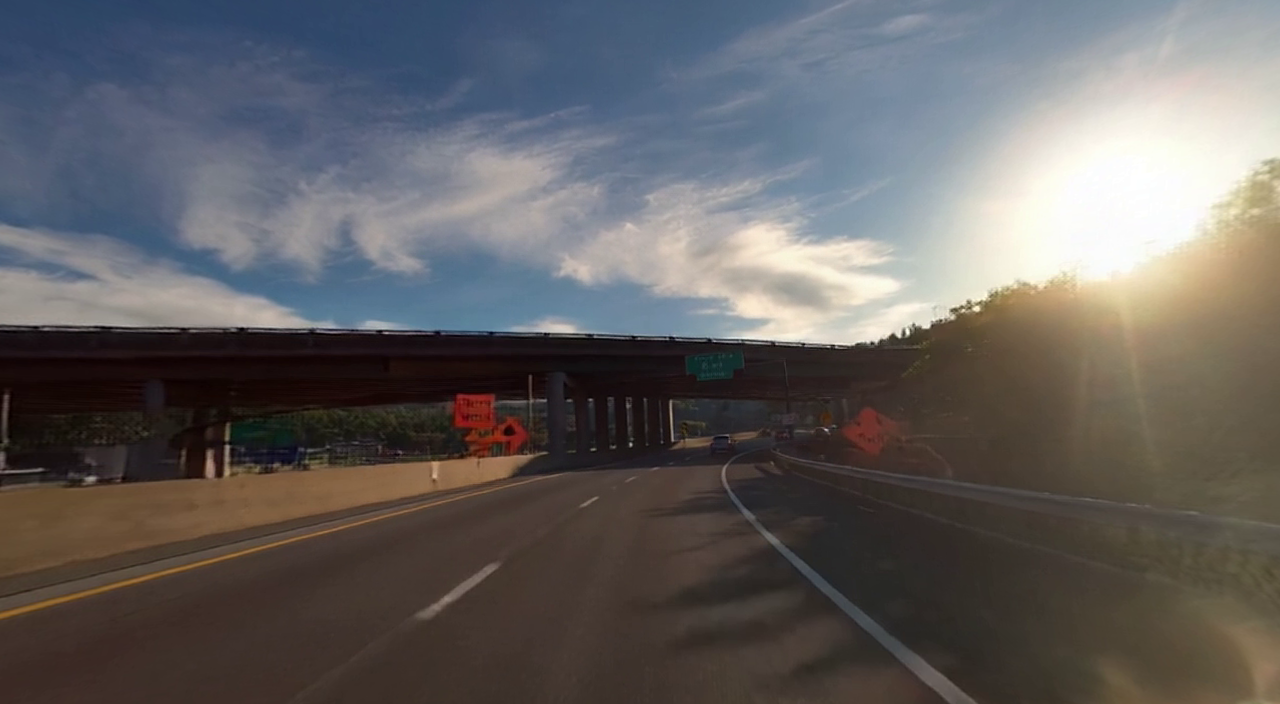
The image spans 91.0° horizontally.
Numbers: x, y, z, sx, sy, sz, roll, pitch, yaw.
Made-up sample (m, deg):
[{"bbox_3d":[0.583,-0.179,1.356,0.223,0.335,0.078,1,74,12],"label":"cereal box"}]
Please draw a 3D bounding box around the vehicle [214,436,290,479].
[{"bbox_3d":[-29.533,7.995,48.176,3.208,3.081,4.948,1,-9,-10],"label":"vehicle"}]

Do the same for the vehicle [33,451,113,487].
[{"bbox_3d":[-31.973,6.544,35.657,1.878,1.761,4.049,3,-8,-20],"label":"vehicle"}]
